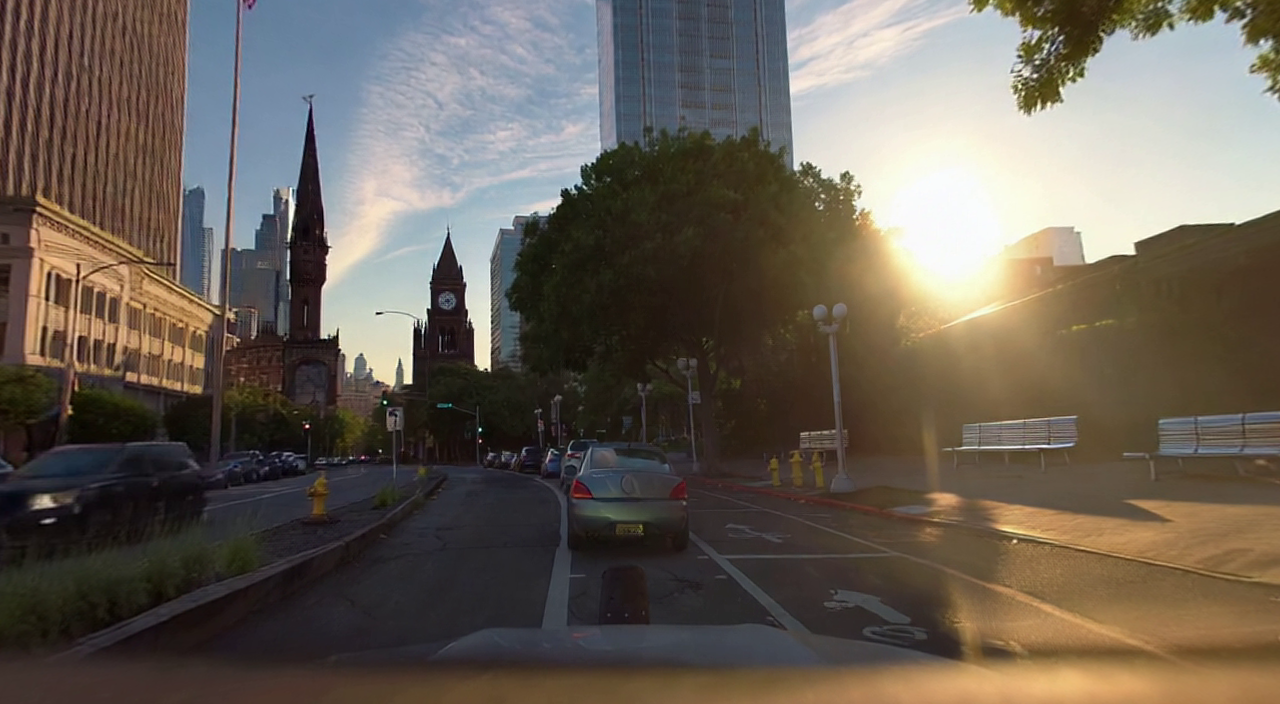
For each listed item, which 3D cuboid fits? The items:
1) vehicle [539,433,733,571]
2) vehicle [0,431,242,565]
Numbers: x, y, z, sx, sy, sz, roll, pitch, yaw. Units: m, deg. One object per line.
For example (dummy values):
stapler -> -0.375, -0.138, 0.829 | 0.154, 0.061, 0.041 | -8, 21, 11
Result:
vehicle -> -0.233, 1.942, 9.019 | 2.142, 1.475, 4.051 | 1, -8, -6
vehicle -> -8.913, 2.213, 10.359 | 2.179, 1.698, 4.549 | 1, -8, -7
